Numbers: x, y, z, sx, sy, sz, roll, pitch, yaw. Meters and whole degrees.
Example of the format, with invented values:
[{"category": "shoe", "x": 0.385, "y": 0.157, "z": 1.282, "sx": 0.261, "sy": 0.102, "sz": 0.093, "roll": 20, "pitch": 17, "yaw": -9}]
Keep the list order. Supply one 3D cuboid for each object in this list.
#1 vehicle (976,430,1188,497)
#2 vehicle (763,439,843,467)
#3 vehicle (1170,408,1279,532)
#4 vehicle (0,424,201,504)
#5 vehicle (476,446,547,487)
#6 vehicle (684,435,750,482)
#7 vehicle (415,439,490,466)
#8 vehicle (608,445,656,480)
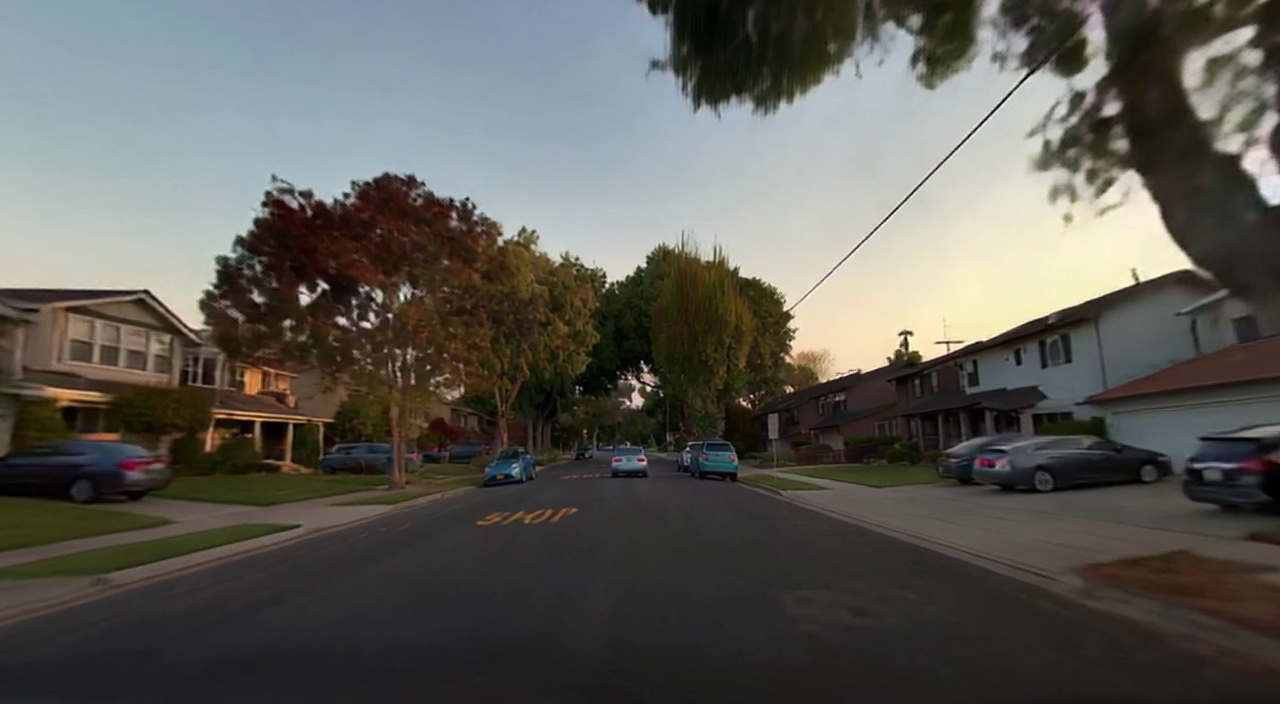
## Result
[{"category": "vehicle", "x": 11.512, "y": 2.893, "z": 16.669, "sx": 4.157, "sy": 1.520, "sz": 1.938, "roll": -1, "pitch": -8, "yaw": -4}, {"category": "vehicle", "x": 10.807, "y": 6.681, "z": 42.051, "sx": 4.730, "sy": 1.504, "sz": 1.894, "roll": -4, "pitch": -8, "yaw": 0}, {"category": "vehicle", "x": 11.975, "y": 1.730, "z": 10.440, "sx": 4.620, "sy": 1.735, "sz": 1.969, "roll": -6, "pitch": -8, "yaw": -4}, {"category": "vehicle", "x": -13.156, "y": 2.568, "z": 14.621, "sx": 4.551, "sy": 1.700, "sz": 1.920, "roll": 0, "pitch": -9, "yaw": 2}, {"category": "vehicle", "x": -5.450, "y": 4.895, "z": 27.388, "sx": 1.984, "sy": 1.498, "sz": 4.508, "roll": -3, "pitch": -8, "yaw": 2}, {"category": "vehicle", "x": 3.436, "y": 4.903, "z": 29.247, "sx": 2.221, "sy": 1.960, "sz": 4.927, "roll": 0, "pitch": -9, "yaw": -2}, {"category": "vehicle", "x": -13.573, "y": 7.290, "z": 45.915, "sx": 4.836, "sy": 1.831, "sz": 1.982, "roll": 0, "pitch": -9, "yaw": -2}, {"category": "vehicle", "x": -0.360, "y": 4.904, "z": 28.258, "sx": 2.000, "sy": 1.449, "sz": 4.006, "roll": 0, "pitch": -9, "yaw": -1}]
